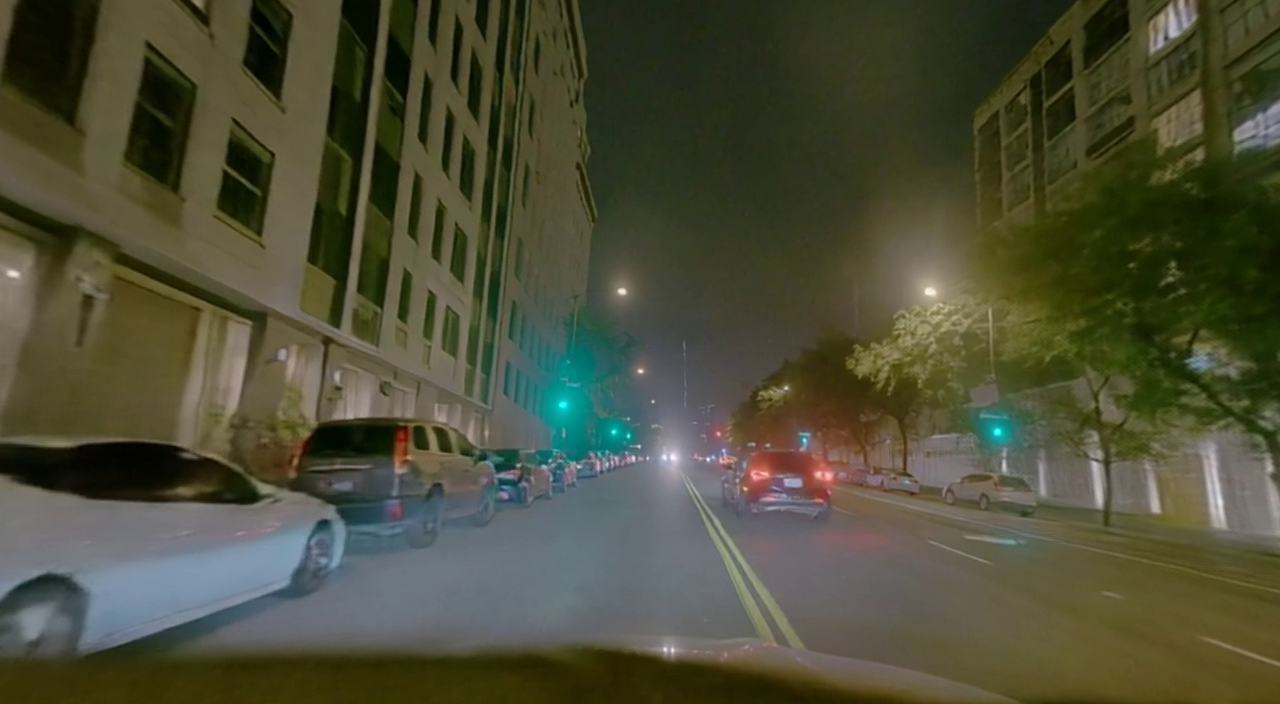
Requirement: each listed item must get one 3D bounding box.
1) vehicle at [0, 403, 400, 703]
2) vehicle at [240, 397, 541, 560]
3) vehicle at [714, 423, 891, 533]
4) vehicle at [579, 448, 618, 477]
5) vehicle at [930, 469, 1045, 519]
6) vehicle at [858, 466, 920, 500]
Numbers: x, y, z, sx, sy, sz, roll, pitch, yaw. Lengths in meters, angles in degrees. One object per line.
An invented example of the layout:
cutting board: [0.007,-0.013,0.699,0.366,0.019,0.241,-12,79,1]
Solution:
vehicle: [-3.621,1.219,4.312,1.910,1.497,4.611,0,-9,3]
vehicle: [-3.280,1.833,9.875,2.171,1.816,5.274,-1,-9,5]
vehicle: [3.179,2.663,14.041,2.411,1.899,5.993,0,-9,1]
vehicle: [-2.231,6.115,35.218,1.842,1.497,4.238,0,-9,1]
vehicle: [14.193,5.798,26.140,2.189,1.753,4.376,3,-11,-1]
vehicle: [14.730,7.735,37.474,1.866,1.554,4.393,4,-8,-1]
